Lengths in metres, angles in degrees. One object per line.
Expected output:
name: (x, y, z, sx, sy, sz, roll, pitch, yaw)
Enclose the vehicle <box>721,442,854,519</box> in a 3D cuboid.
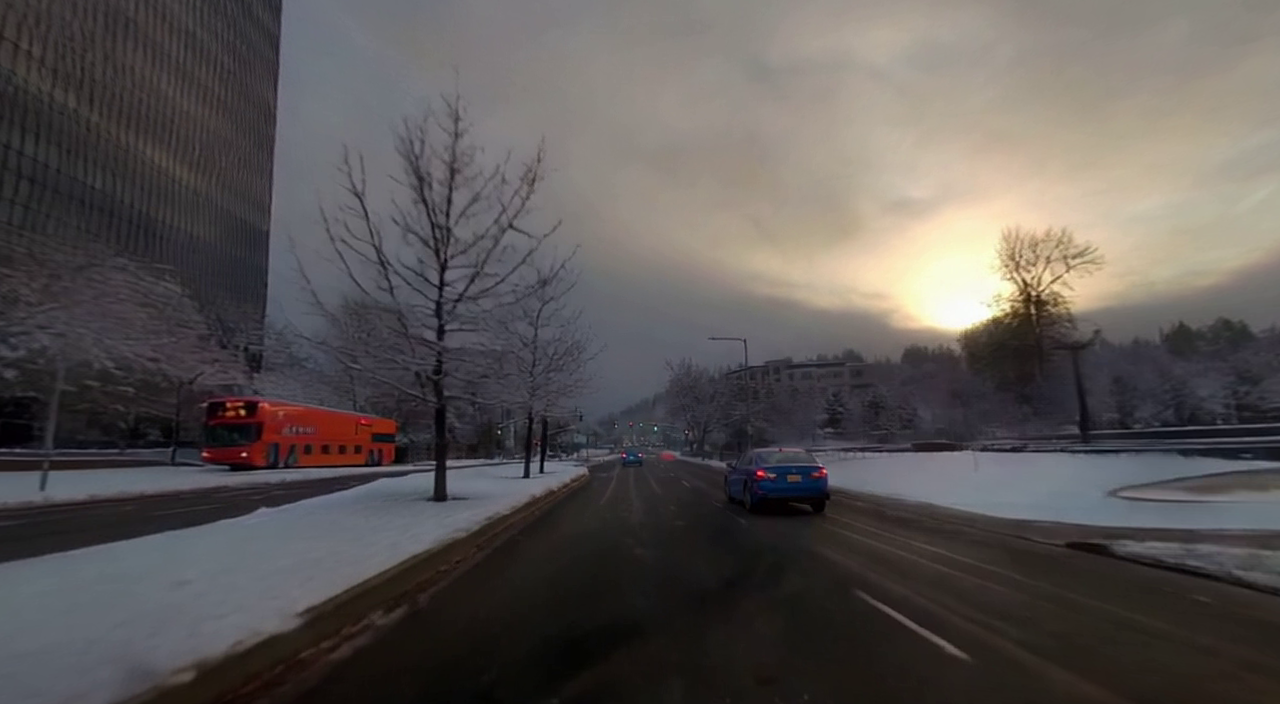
vehicle: (3.201, 2.871, 14.610, 1.993, 1.501, 4.127, 0, -9, -1)
